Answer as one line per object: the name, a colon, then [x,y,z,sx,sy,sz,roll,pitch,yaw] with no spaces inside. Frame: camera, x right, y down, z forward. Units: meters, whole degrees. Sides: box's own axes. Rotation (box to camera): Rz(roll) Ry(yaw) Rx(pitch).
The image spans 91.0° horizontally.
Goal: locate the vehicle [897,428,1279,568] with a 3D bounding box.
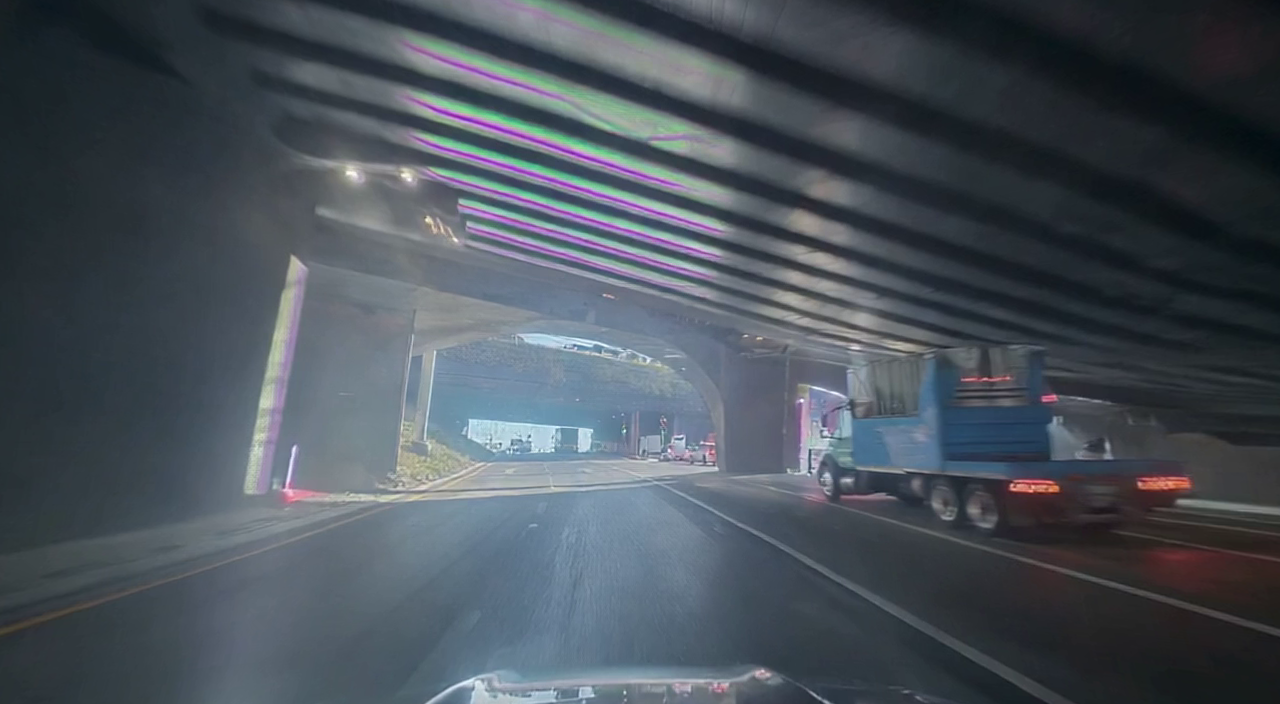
vehicle: [6.097,1.961,9.424,2.012,1.521,4.663,1,-8,-8]
